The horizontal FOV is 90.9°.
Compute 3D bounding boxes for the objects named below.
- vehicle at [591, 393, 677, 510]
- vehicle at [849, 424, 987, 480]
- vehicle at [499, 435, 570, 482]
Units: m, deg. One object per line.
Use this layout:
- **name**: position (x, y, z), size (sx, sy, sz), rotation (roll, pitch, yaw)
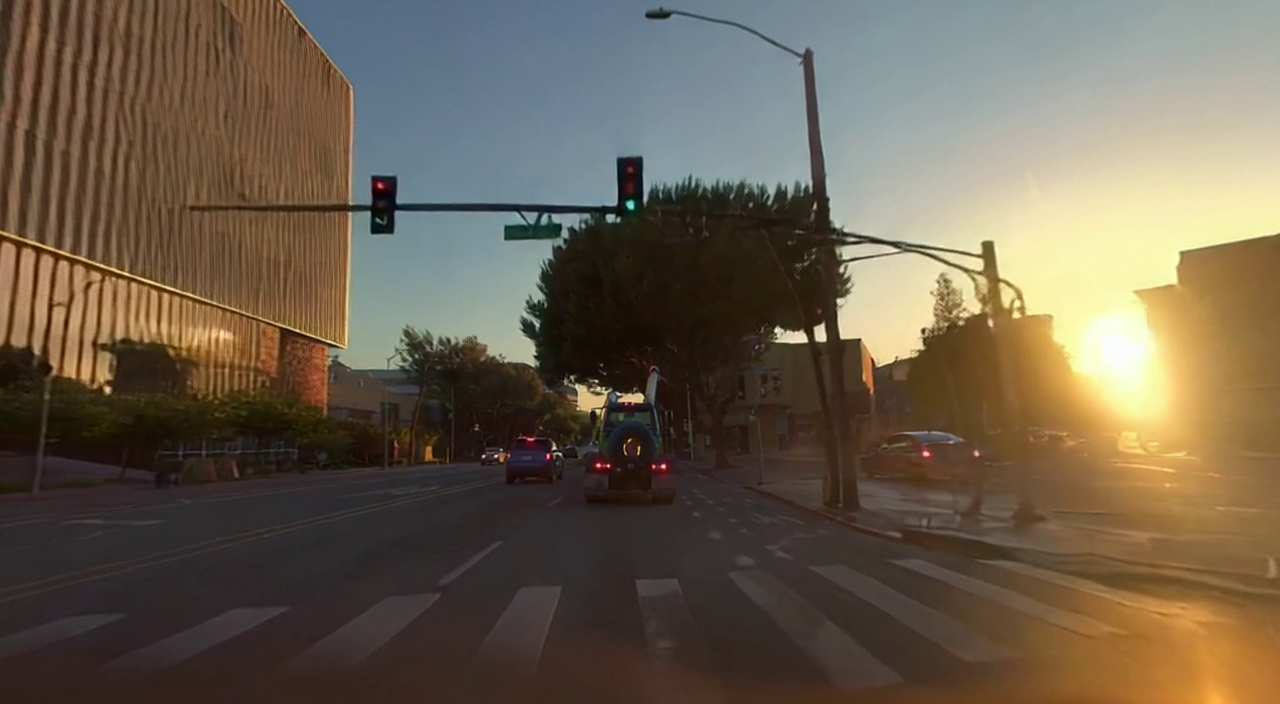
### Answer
- **vehicle**: position (-0.381, 3.777, 24.419), size (2.552, 3.461, 11.044), rotation (0, -8, -2)
- **vehicle**: position (9.893, 3.618, 22.976), size (2.186, 1.783, 4.716), rotation (1, -9, -11)
- **vehicle**: position (-4.063, 4.177, 25.034), size (2.081, 1.688, 4.235), rotation (0, -9, 0)
